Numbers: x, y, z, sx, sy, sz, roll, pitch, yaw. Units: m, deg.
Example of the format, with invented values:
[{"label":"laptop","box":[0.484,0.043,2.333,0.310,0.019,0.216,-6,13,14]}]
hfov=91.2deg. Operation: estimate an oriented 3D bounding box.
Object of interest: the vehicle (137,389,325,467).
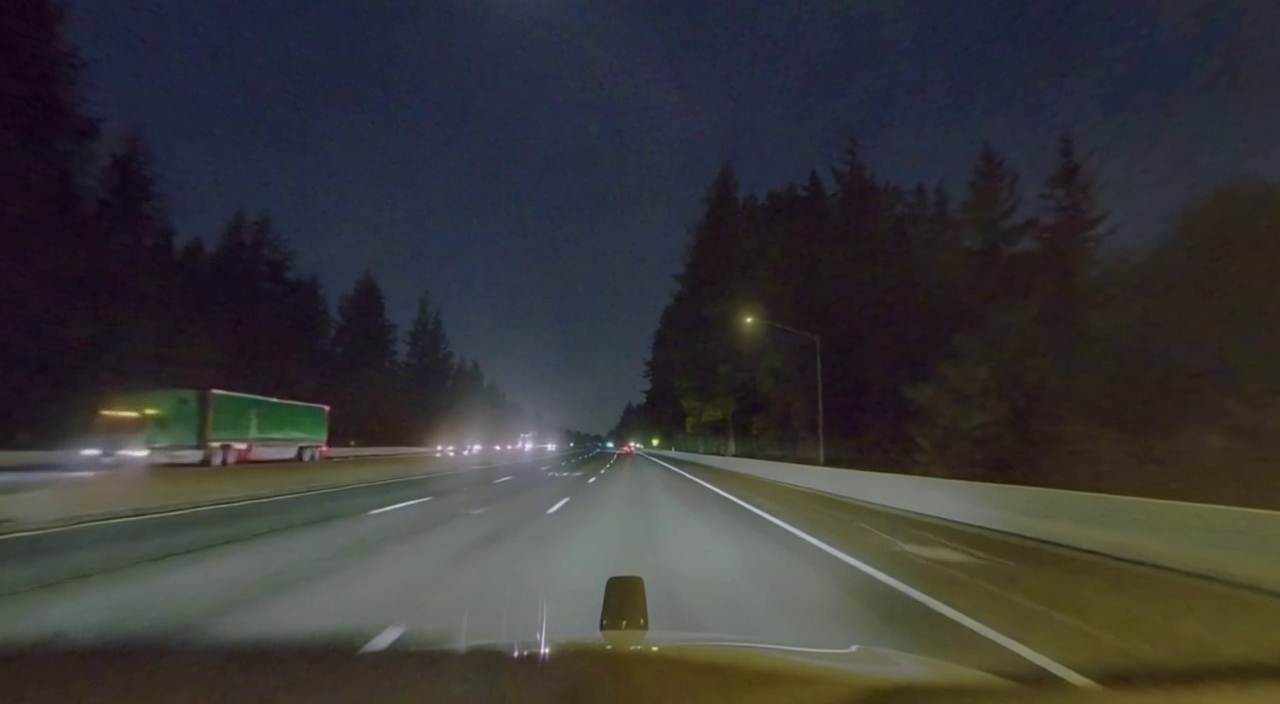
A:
[{"label":"vehicle","box":[-25.112,5.058,40.185,2.942,4.072,13.992,0,-9,-1]}]

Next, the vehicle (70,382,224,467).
[{"label":"vehicle","box":[-24.901,3.795,32.208,3.036,3.953,5.859,0,-8,-2]}]
